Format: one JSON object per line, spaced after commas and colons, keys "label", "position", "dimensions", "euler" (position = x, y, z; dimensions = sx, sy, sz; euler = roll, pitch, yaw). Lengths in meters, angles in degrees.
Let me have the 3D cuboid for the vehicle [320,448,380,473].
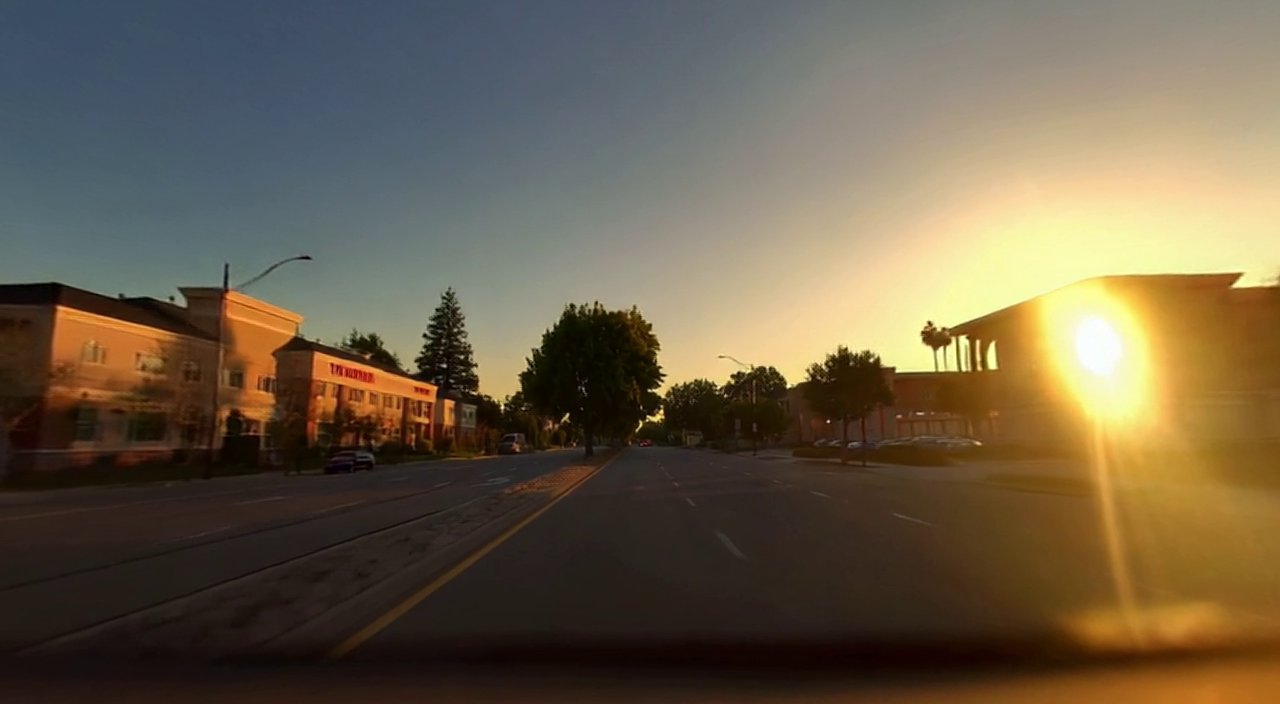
{"label": "vehicle", "position": [-19.339, 7.240, 42.342], "dimensions": [2.018, 1.476, 4.310], "euler": [-2, -8, -1]}
